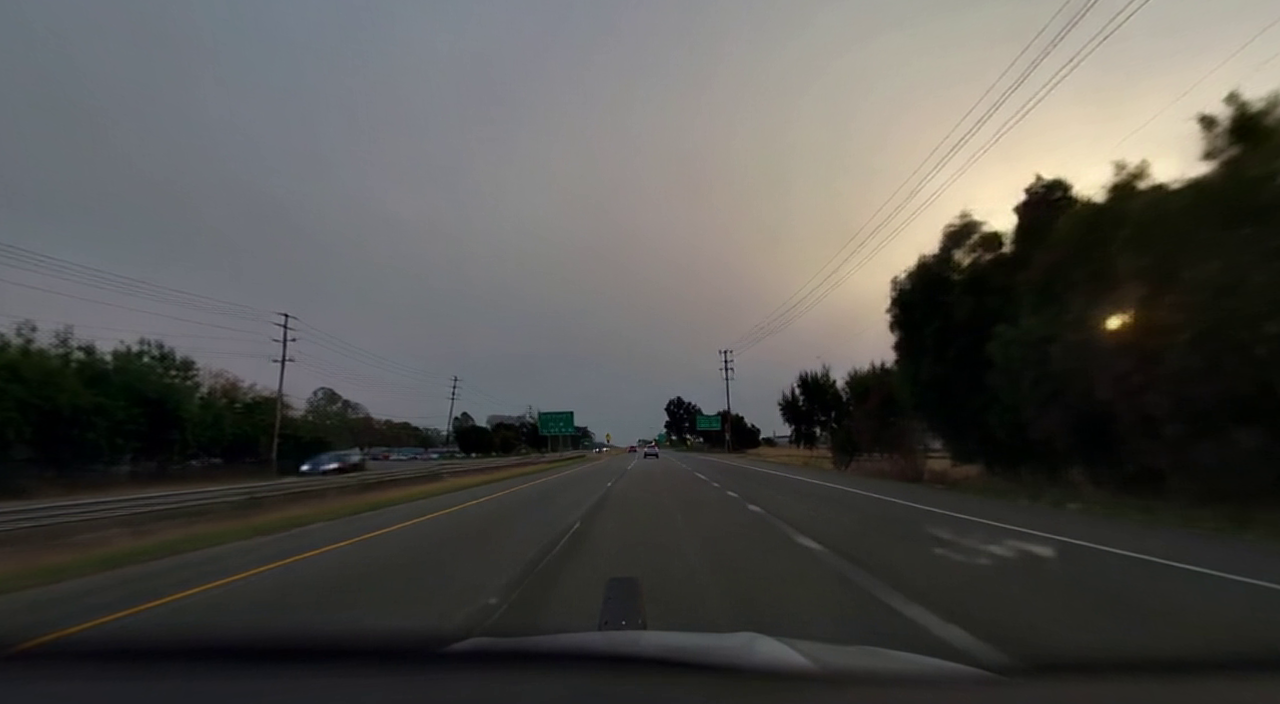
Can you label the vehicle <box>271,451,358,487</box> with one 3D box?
[{"bbox_3d":[-16.496,5.913,32.244,1.898,1.651,4.510,-1,-8,2],"label":"vehicle"}]
